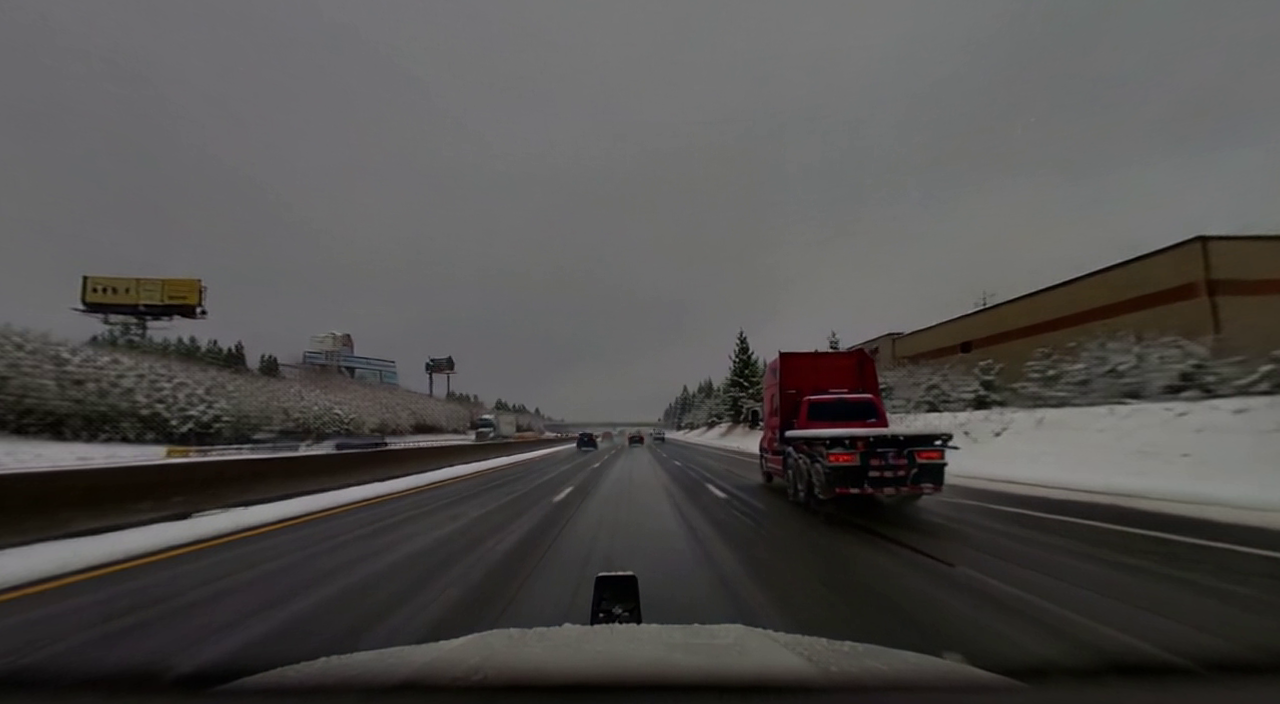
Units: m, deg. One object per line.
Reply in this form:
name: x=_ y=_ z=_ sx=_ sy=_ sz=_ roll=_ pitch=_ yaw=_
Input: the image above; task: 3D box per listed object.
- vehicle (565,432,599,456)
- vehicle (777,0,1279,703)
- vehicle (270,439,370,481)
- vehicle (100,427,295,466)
vehicle: x=-3.692 y=5.965 z=40.943 sx=1.930 sy=1.484 sz=3.849 roll=0 pitch=-8 yaw=-1
vehicle: x=3.794 y=-0.009 z=4.320 sx=2.871 sy=3.815 sz=11.331 roll=0 pitch=-8 yaw=-1
vehicle: x=-11.832 y=3.978 z=23.569 sx=1.850 sy=1.406 sz=3.498 roll=0 pitch=-8 yaw=1
vehicle: x=-33.415 y=7.298 z=49.533 sx=2.569 sy=2.479 sz=17.762 roll=0 pitch=-8 yaw=1
